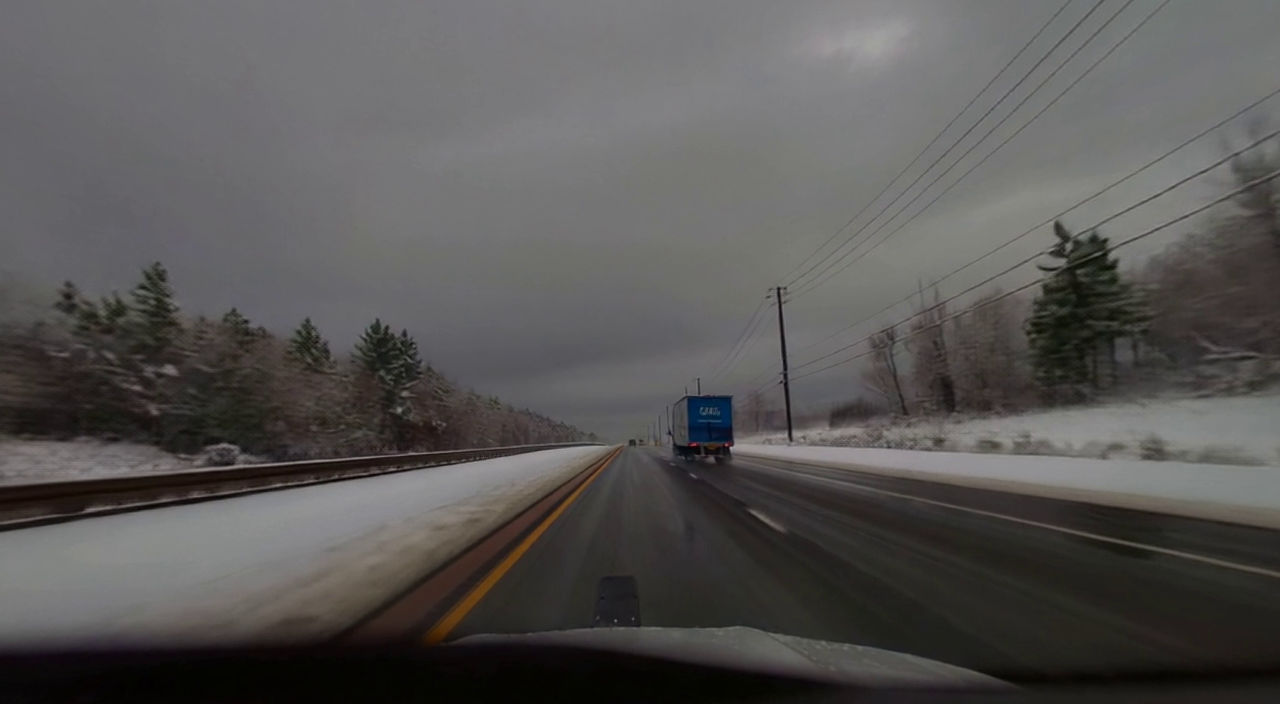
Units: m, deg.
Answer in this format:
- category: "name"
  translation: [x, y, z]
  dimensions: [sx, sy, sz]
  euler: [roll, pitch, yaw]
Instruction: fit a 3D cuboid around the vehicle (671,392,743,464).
- category: "vehicle"
  translation: [3.671, 4.559, 37.077]
  dimensions: [3.037, 3.672, 9.136]
  euler: [0, -8, -1]
